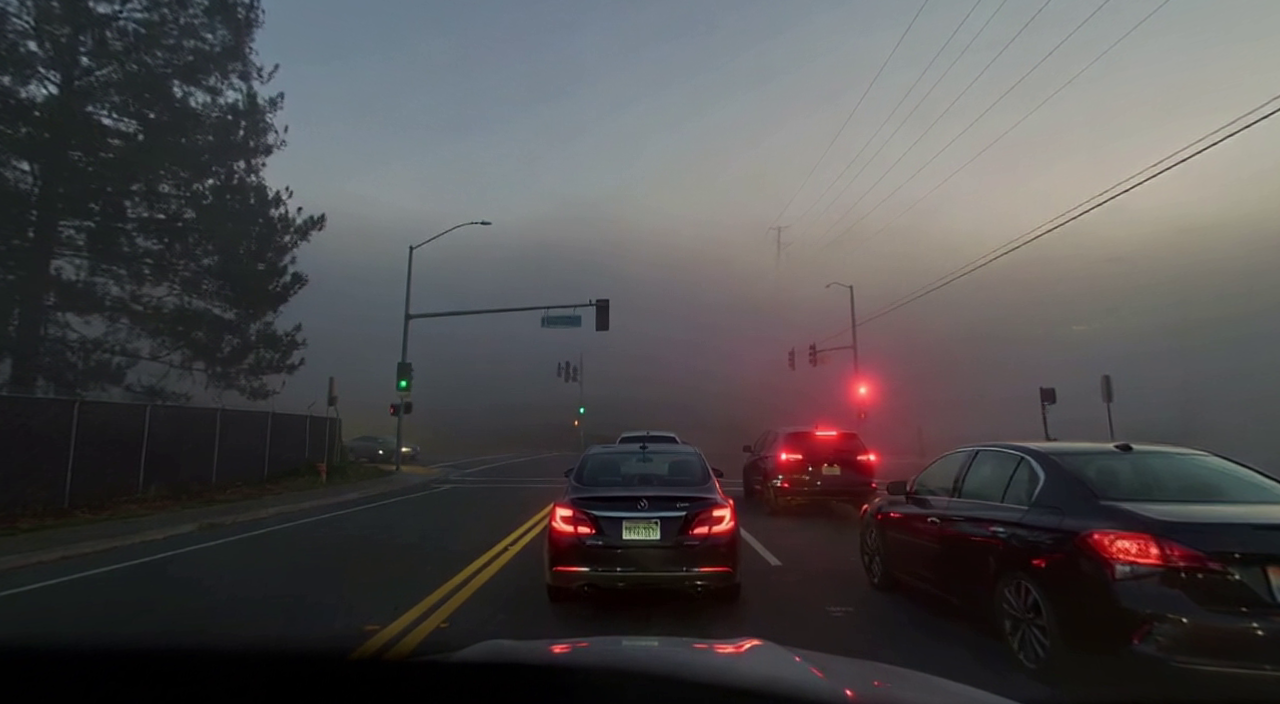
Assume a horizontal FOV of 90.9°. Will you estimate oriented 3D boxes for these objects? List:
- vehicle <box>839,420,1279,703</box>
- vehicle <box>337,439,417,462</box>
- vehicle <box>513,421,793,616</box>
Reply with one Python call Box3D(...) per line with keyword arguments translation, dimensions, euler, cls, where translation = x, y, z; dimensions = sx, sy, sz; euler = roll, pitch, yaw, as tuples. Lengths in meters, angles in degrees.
Box3D(translation=(3.100, 1.266, 4.258), dimensions=(2.027, 1.432, 4.431), euler=(0, -8, 0), cls="vehicle")
Box3D(translation=(-17.228, 6.478, 41.379), dimensions=(4.406, 1.458, 1.892), euler=(-1, -8, 7), cls="vehicle")
Box3D(translation=(0.076, 1.615, 7.148), dimensions=(2.170, 1.497, 4.369), euler=(0, -8, -1), cls="vehicle")
